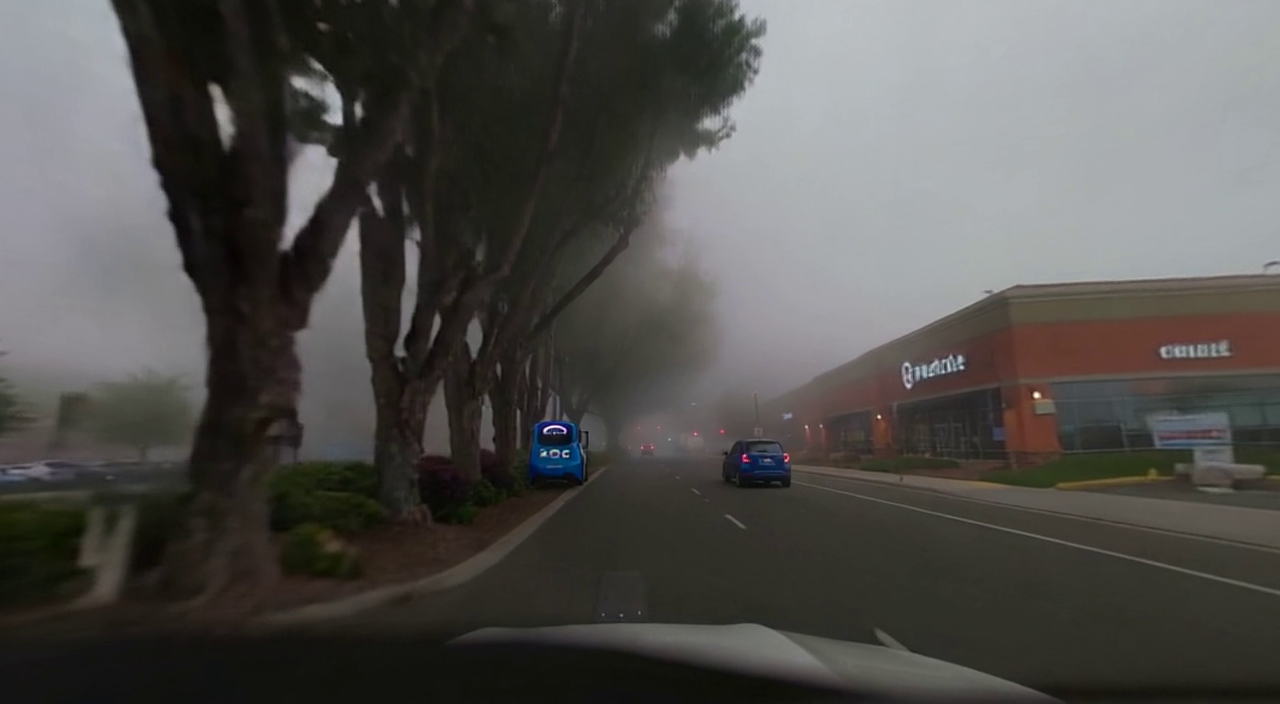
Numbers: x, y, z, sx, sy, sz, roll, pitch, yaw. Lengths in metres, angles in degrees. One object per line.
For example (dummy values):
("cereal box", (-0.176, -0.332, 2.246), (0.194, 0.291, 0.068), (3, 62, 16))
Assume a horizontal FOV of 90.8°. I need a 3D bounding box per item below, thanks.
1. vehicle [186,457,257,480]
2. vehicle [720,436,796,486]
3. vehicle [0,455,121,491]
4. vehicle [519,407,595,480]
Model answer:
("vehicle", (-31.635, 8.793, 47.881), (4.225, 1.449, 1.819), (1, -9, -26))
("vehicle", (4.206, 3.959, 23.183), (1.869, 1.646, 4.166), (0, -9, -2))
("vehicle", (-31.870, 6.478, 34.033), (5.692, 1.725, 2.144), (5, -10, -33))
("vehicle", (-3.370, 3.947, 27.134), (2.443, 2.784, 5.862), (0, -9, 0))
